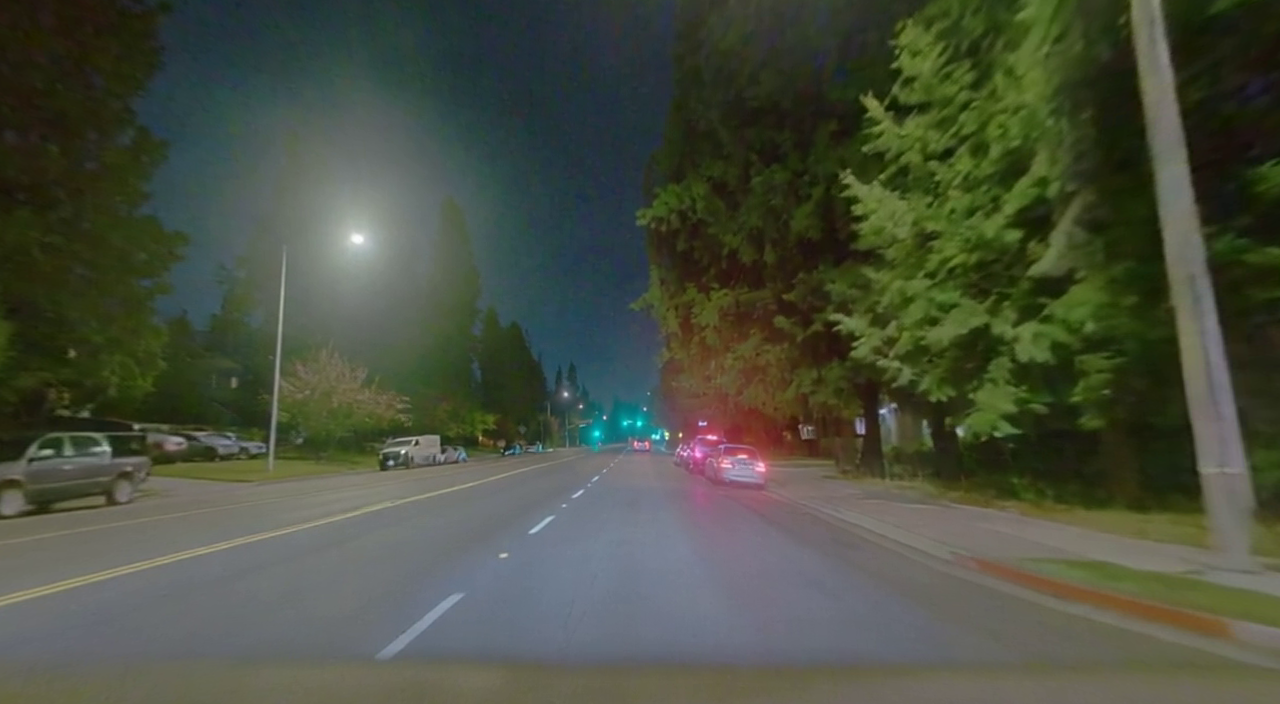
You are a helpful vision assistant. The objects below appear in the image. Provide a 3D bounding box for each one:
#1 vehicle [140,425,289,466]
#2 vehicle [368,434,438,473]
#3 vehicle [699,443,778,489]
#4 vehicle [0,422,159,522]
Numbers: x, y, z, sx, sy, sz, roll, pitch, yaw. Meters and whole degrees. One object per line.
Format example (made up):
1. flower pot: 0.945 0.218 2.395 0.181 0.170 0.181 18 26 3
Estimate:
1. vehicle: -22.039 4.845 32.877 6.230 1.991 2.456 -1 -8 8
2. vehicle: -13.952 5.956 37.588 2.155 1.991 5.722 -3 -8 -2
3. vehicle: 3.513 4.169 23.586 1.911 1.471 5.151 0 -8 -2
4. vehicle: -13.912 2.609 13.921 2.253 1.969 5.398 0 -9 1
